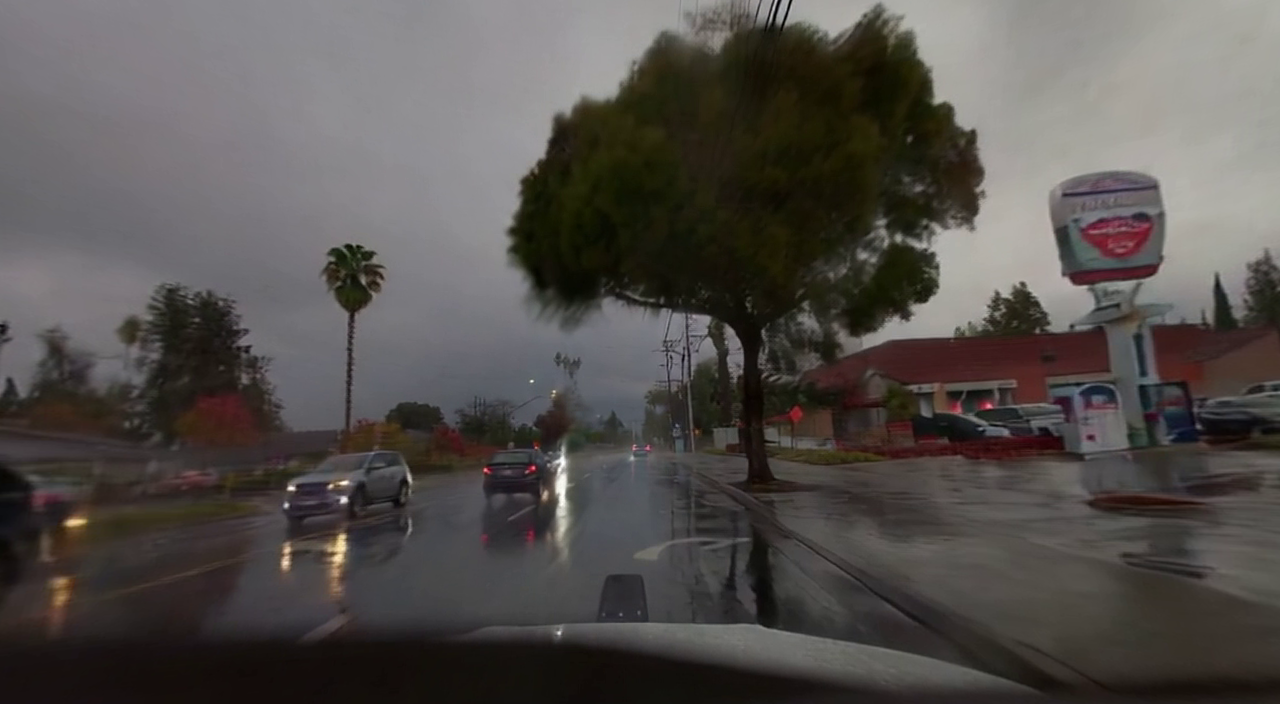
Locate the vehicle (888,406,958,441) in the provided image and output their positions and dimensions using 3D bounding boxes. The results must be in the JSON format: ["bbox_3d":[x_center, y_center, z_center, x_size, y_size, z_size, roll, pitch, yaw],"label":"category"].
[{"bbox_3d":[17.445,4.504,39.218,2.014,2.048,4.717,0,-8,-2],"label":"vehicle"}]

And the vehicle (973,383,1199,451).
[{"bbox_3d":[13.934,2.120,20.094,5.266,2.021,2.329,-1,-8,4],"label":"vehicle"}]

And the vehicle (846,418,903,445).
[{"bbox_3d":[14.388,4.963,38.954,1.835,1.549,4.178,0,-8,-1],"label":"vehicle"}]

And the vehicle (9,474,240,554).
[{"bbox_3d":[-12.395,3.874,15.693,1.935,1.463,4.449,0,-8,1],"label":"vehicle"}]

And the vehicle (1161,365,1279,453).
[{"bbox_3d":[19.737,1.783,19.297,4.982,2.516,2.697,-2,-9,12],"label":"vehicle"}]

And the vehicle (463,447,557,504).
[{"bbox_3d":[-3.732,3.602,18.950,1.943,1.455,4.414,0,-8,-1],"label":"vehicle"}]

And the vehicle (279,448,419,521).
[{"bbox_3d":[-8.041,3.639,17.986,1.956,1.751,4.354,0,-8,-1],"label":"vehicle"}]
